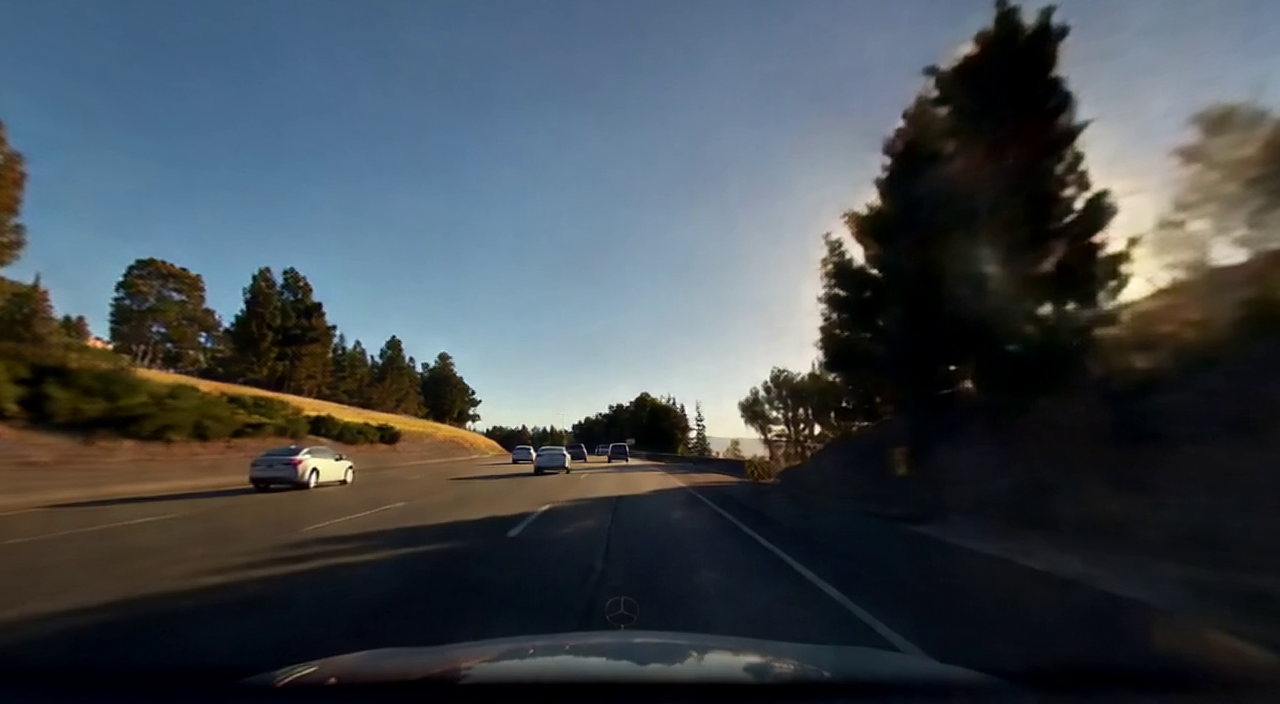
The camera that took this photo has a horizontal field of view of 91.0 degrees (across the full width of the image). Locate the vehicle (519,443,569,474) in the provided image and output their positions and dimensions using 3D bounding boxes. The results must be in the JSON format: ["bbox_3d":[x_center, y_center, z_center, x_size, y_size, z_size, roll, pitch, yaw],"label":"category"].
[{"bbox_3d":[-4.872,5.462,32.486,2.120,1.458,4.031,0,-9,-2],"label":"vehicle"}]

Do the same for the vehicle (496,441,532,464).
[{"bbox_3d":[-9.313,7.498,46.922,2.015,1.608,4.294,0,-9,-3],"label":"vehicle"}]

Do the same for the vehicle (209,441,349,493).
[{"bbox_3d":[-11.548,3.696,20.599,1.960,1.487,4.593,0,-9,-1],"label":"vehicle"}]
